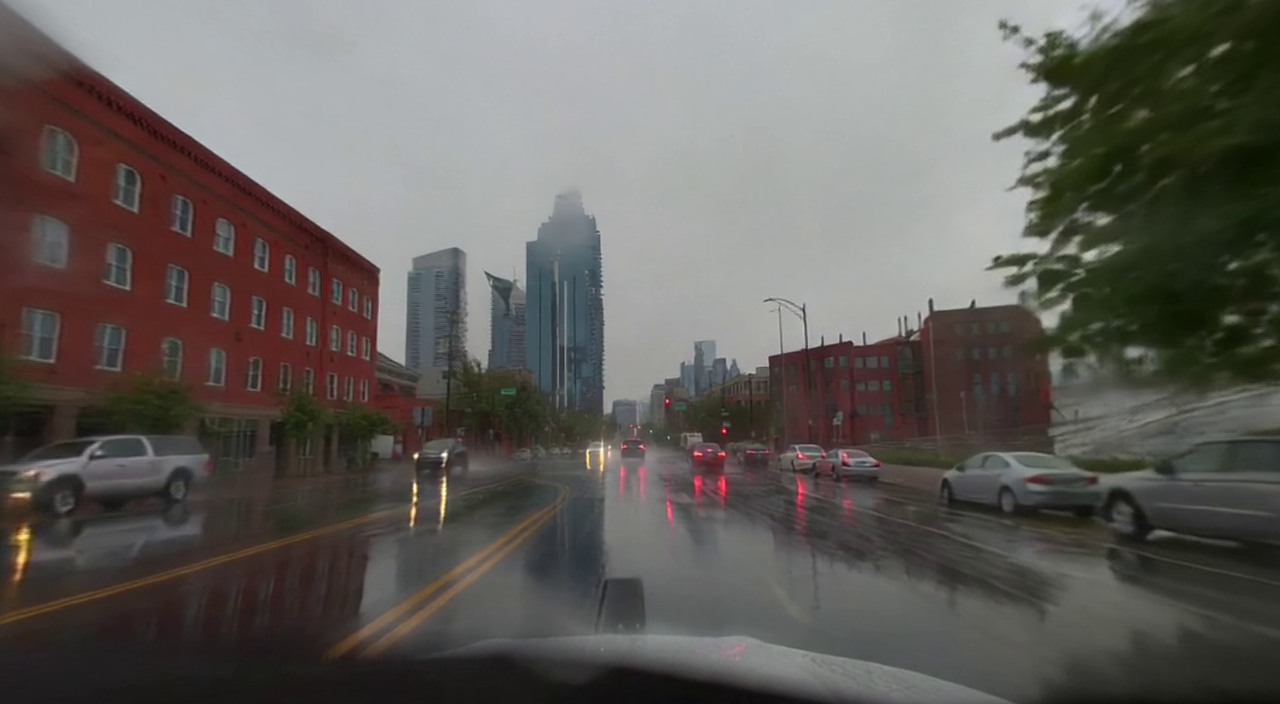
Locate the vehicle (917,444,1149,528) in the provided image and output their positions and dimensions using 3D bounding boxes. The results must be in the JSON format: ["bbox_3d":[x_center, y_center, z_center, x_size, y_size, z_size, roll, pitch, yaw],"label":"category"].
[{"bbox_3d":[8.201,2.783,13.874,2.072,1.479,4.603,0,-8,-1],"label":"vehicle"}]

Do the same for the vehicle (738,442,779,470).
[{"bbox_3d":[8.008,7.040,43.069,1.959,1.719,4.538,1,-7,0],"label":"vehicle"}]

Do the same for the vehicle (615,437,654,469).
[{"bbox_3d":[-0.336,6.277,39.551,2.329,1.842,4.537,0,-8,0],"label":"vehicle"}]

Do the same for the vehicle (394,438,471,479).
[{"bbox_3d":[-9.956,5.135,30.761,2.212,1.784,4.626,0,-8,0],"label":"vehicle"}]

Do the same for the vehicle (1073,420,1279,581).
[{"bbox_3d":[8.188,1.749,7.715,2.310,1.753,4.814,0,-9,-1],"label":"vehicle"}]

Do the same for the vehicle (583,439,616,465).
[{"bbox_3d":[-3.005,7.380,46.587,2.297,1.812,4.244,0,-8,-4],"label":"vehicle"}]

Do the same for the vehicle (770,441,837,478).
[{"bbox_3d":[7.983,5.252,31.350,1.963,1.649,4.562,1,-8,-2],"label":"vehicle"}]

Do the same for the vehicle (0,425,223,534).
[{"bbox_3d":[-14.412,3.151,16.296,2.822,2.230,6.145,0,-9,3],"label":"vehicle"}]

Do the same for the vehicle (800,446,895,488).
[{"bbox_3d":[8.111,4.520,25.220,2.054,1.455,4.786,0,-8,-1],"label":"vehicle"}]

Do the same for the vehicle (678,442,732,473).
[{"bbox_3d":[3.270,5.451,32.969,2.238,1.499,4.964,0,-8,-1],"label":"vehicle"}]
